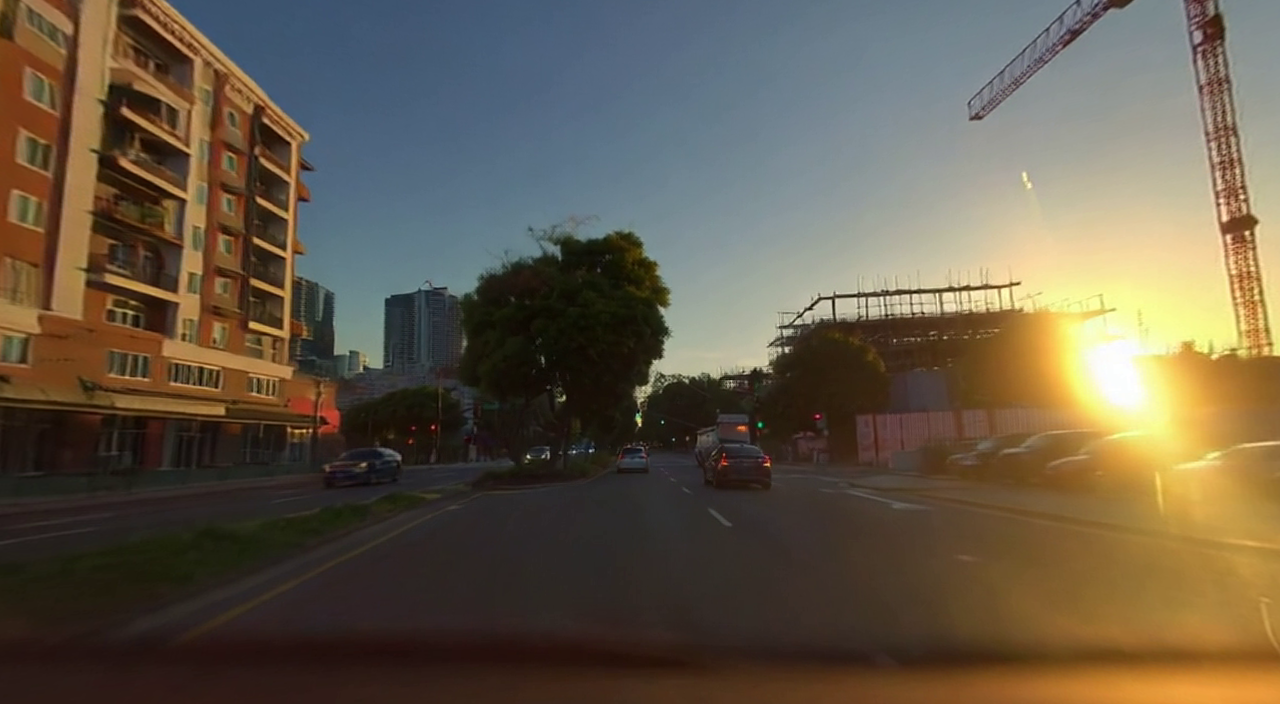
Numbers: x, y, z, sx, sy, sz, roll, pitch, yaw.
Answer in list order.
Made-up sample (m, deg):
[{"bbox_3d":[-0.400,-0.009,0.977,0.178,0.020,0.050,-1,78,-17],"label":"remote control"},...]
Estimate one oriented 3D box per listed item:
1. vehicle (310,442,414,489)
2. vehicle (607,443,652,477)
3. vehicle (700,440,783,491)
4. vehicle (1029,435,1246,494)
[{"bbox_3d":[-10.759,4.412,24.874,1.973,1.646,4.427,-1,-9,2],"label":"vehicle"},{"bbox_3d":[-0.494,5.068,29.783,2.006,1.487,3.535,0,-9,-1],"label":"vehicle"},{"bbox_3d":[3.202,3.663,20.705,1.910,1.474,4.003,0,-9,-2],"label":"vehicle"},{"bbox_3d":[13.423,3.056,17.276,4.256,1.469,1.869,-1,-9,2],"label":"vehicle"}]
